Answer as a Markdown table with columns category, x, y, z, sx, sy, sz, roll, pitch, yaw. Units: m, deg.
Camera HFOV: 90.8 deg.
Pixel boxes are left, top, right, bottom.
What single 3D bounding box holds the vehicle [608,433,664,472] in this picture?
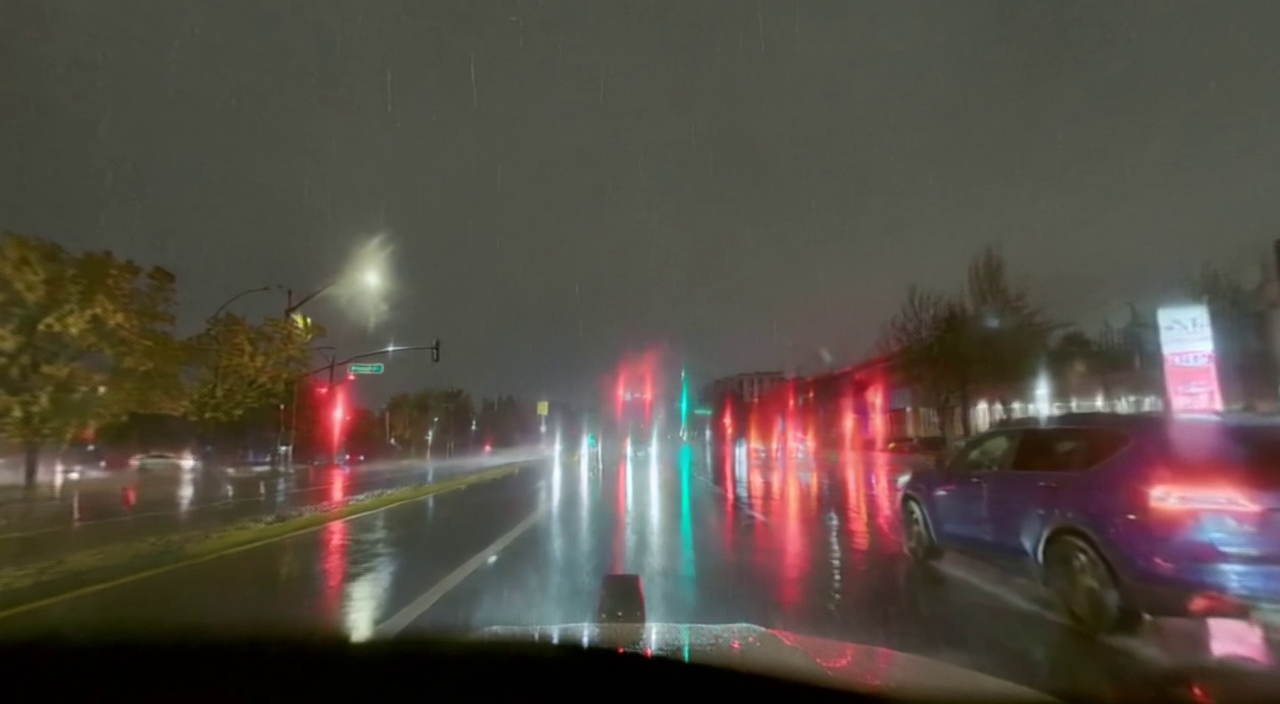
| category | x | y | z | sx | sy | sz | roll | pitch | yaw |
| --- | --- | --- | --- | --- | --- | --- | --- | --- | --- |
| vehicle | -0.143 | 4.082 | 25.819 | 2.097 | 1.480 | 4.006 | 0 | -8 | 0 |

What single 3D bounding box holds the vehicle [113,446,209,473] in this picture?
| category | x | y | z | sx | sy | sz | roll | pitch | yaw |
| --- | --- | --- | --- | --- | --- | --- | --- | --- | --- |
| vehicle | -30.549 | 6.855 | 40.461 | 4.561 | 1.588 | 1.832 | 5 | -10 | -29 |

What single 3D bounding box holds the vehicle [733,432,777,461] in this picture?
| category | x | y | z | sx | sy | sz | roll | pitch | yaw |
| --- | --- | --- | --- | --- | --- | --- | --- | --- | --- |
| vehicle | 7.099 | 5.899 | 39.521 | 1.894 | 1.693 | 4.110 | 0 | -8 | -1 |

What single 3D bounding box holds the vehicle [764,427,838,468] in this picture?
| category | x | y | z | sx | sy | sz | roll | pitch | yaw |
| --- | --- | --- | --- | --- | --- | --- | --- | --- | --- |
| vehicle | 7.291 | 4.406 | 29.164 | 2.068 | 1.731 | 4.752 | 0 | -8 | -1 |

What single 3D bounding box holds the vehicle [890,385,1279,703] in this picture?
| category | x | y | z | sx | sy | sz | roll | pitch | yaw |
| --- | --- | --- | --- | --- | --- | --- | --- | --- | --- |
| vehicle | 3.710 | 1.162 | 4.650 | 1.861 | 1.473 | 4.393 | 0 | -8 | -1 |

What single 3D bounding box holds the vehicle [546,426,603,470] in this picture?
| category | x | y | z | sx | sy | sz | roll | pitch | yaw |
| --- | --- | --- | --- | --- | --- | --- | --- | --- | --- |
| vehicle | -2.867 | 4.355 | 28.802 | 2.064 | 1.825 | 4.760 | 0 | -8 | 1 |
